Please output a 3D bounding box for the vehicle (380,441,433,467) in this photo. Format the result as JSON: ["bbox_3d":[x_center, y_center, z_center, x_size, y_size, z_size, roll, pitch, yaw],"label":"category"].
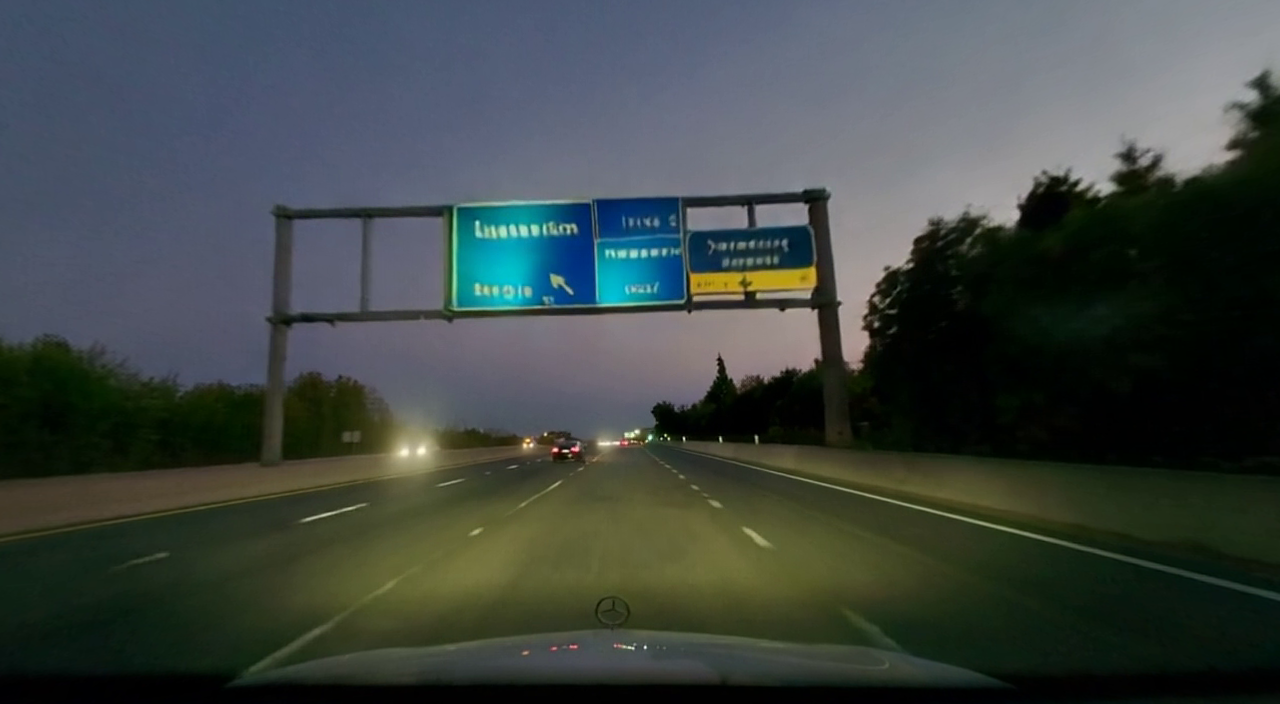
[{"bbox_3d":[-16.923,7.384,45.868,2.028,1.708,4.792,0,-8,0],"label":"vehicle"}]

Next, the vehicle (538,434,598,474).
[{"bbox_3d":[-2.843,4.111,25.693,2.000,1.491,3.913,0,-8,0],"label":"vehicle"}]
